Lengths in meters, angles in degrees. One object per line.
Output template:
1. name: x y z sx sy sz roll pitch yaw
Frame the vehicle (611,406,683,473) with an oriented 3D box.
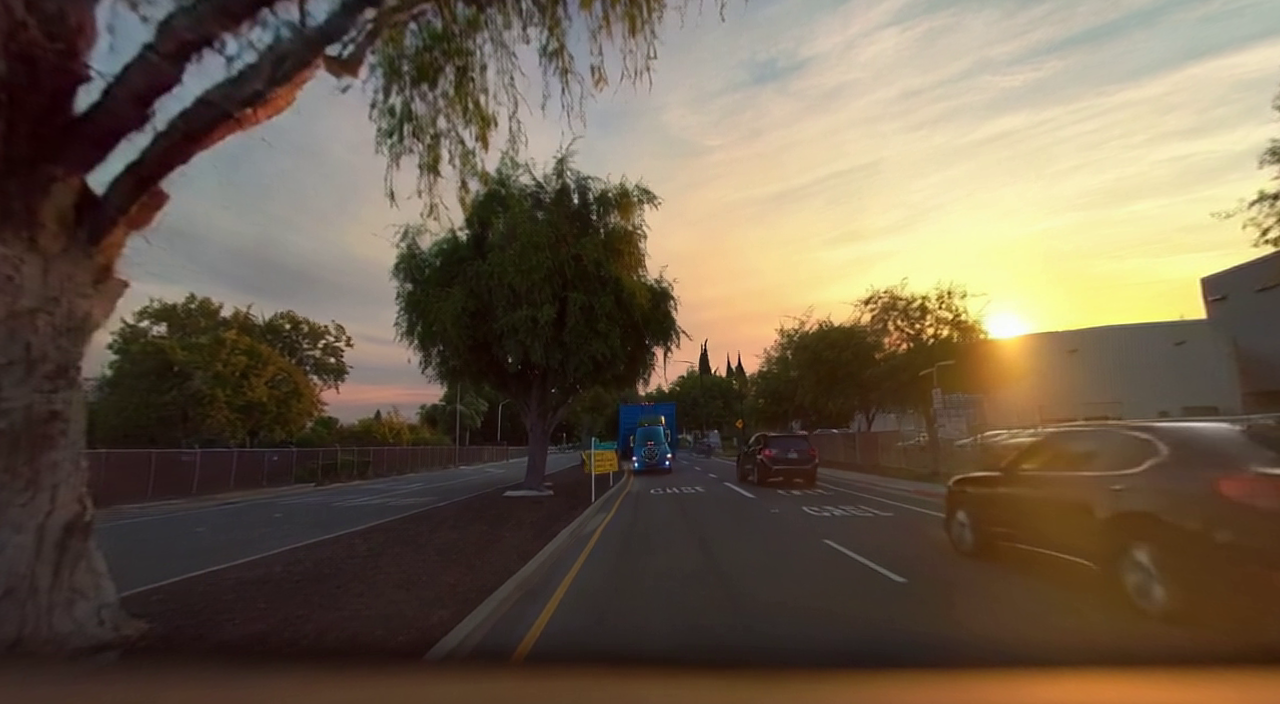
1. vehicle: 0.417 4.375 31.461 3.197 2.963 7.055 0 -8 2

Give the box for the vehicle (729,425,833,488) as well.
1. vehicle: 4.556 3.472 21.326 2.375 1.857 5.100 0 -8 0

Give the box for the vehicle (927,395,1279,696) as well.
1. vehicle: 4.488 1.349 5.507 2.001 1.621 4.208 0 -8 1
